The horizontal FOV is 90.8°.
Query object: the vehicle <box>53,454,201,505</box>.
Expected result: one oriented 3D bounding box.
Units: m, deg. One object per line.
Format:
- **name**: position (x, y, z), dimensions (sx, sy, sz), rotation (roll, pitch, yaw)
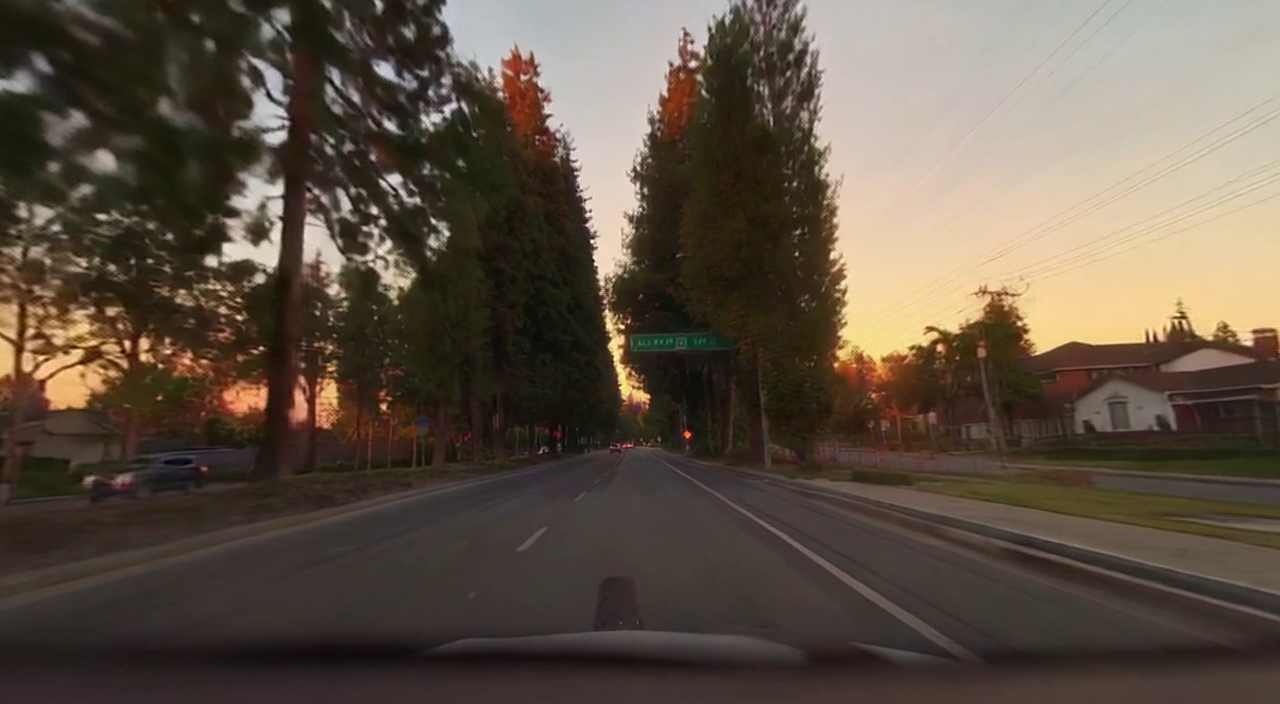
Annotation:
- **vehicle**: position (-20.212, 4.994, 25.210), dimensions (2.076, 1.663, 4.545), rotation (-3, -9, 0)
